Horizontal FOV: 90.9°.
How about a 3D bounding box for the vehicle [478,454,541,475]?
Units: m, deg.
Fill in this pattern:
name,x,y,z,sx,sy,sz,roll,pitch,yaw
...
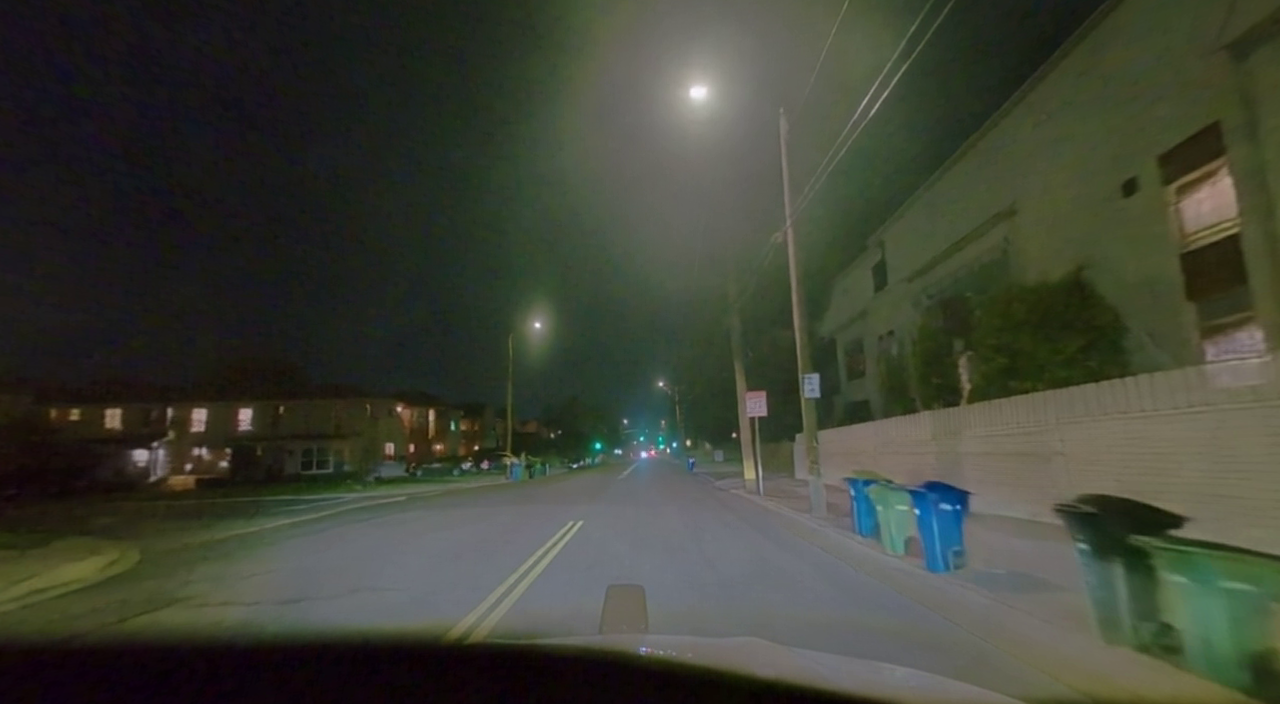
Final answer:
name,x,y,z,sx,sy,sz,roll,pitch,yaw
vehicle,-9.890,8.505,47.695,4.293,1.484,1.981,4,-10,-22
